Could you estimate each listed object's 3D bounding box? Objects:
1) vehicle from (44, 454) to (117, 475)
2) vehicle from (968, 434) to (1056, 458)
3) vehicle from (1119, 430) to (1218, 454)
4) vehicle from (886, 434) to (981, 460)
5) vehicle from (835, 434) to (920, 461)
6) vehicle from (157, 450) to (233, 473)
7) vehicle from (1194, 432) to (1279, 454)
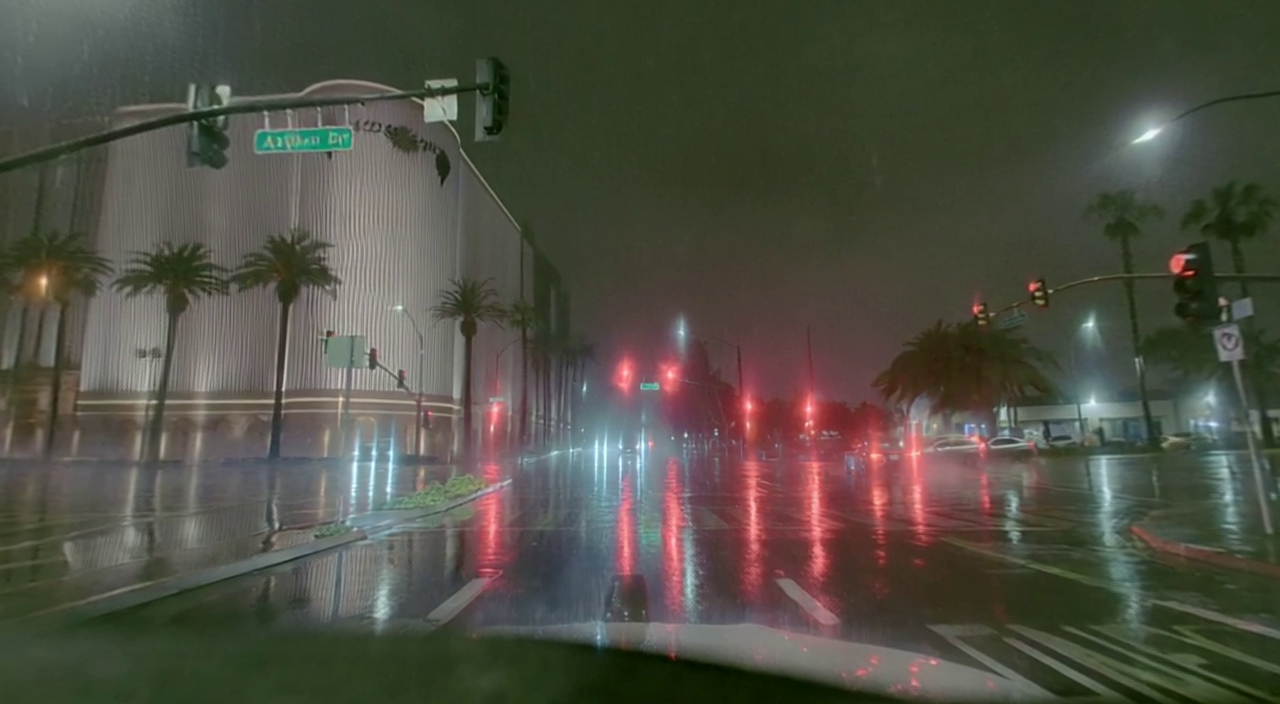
[{"bbox_3d":[-41.396,8.317,46.700,3.698,1.467,1.779,0,-8,1],"label":"vehicle"},{"bbox_3d":[23.742,6.028,40.355,4.423,1.465,1.798,0,-8,1],"label":"vehicle"},{"bbox_3d":[33.392,5.727,39.921,4.567,1.458,1.791,0,-8,2],"label":"vehicle"},{"bbox_3d":[17.121,5.558,36.888,4.684,1.461,1.777,0,-8,-1],"label":"vehicle"},{"bbox_3d":[15.236,6.139,40.616,4.648,1.665,1.910,0,-8,-1],"label":"vehicle"},{"bbox_3d":[-32.893,8.100,46.641,4.136,1.661,1.857,0,-8,1],"label":"vehicle"},{"bbox_3d":[42.325,6.446,44.619,4.437,1.469,1.811,0,-8,0],"label":"vehicle"}]
